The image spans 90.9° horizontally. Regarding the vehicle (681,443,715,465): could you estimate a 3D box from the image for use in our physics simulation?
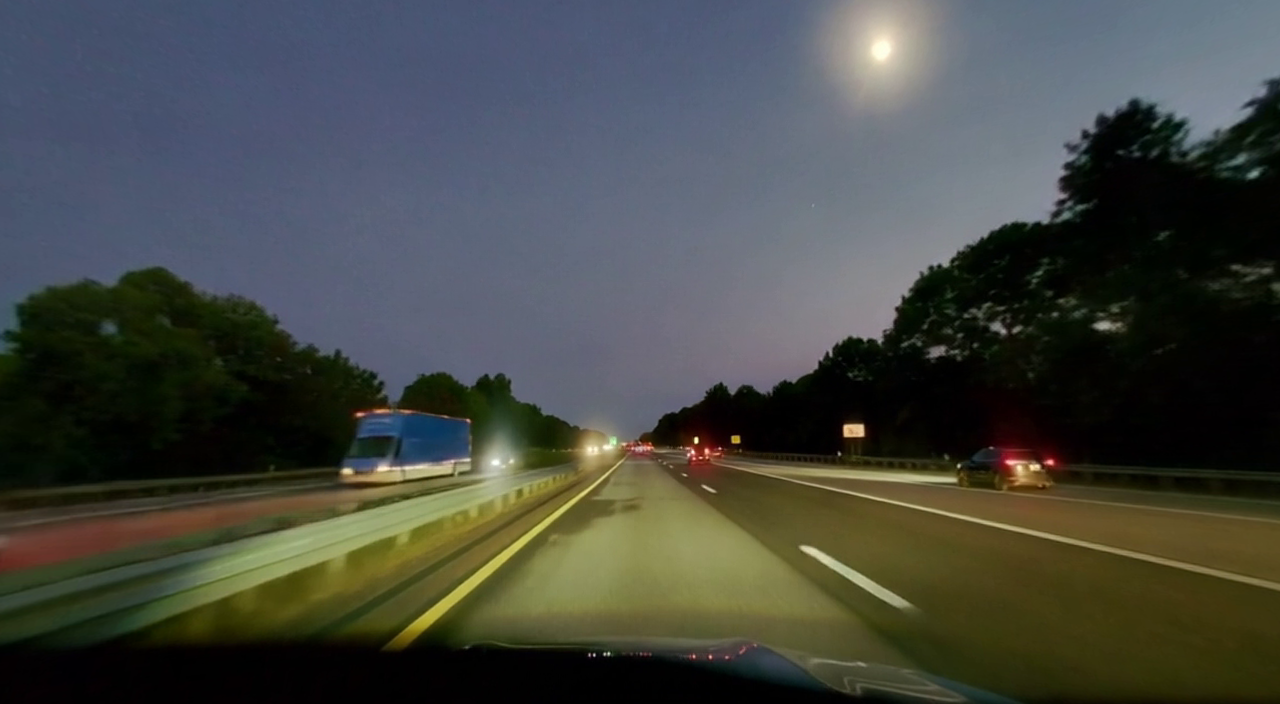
[{"bbox_3d":[4.380,7.759,47.898,2.058,1.605,4.116,0,-9,-2],"label":"vehicle"}]

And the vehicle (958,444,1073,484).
[{"bbox_3d":[14.374,4.295,24.389,1.926,1.386,3.719,1,-9,-5],"label":"vehicle"}]

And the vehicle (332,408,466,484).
[{"bbox_3d":[-13.583,5.615,37.416,2.869,3.713,13.278,0,-9,0],"label":"vehicle"}]

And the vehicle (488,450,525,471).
[{"bbox_3d":[-9.660,7.881,45.759,1.840,1.440,3.882,0,-9,-1],"label":"vehicle"}]
